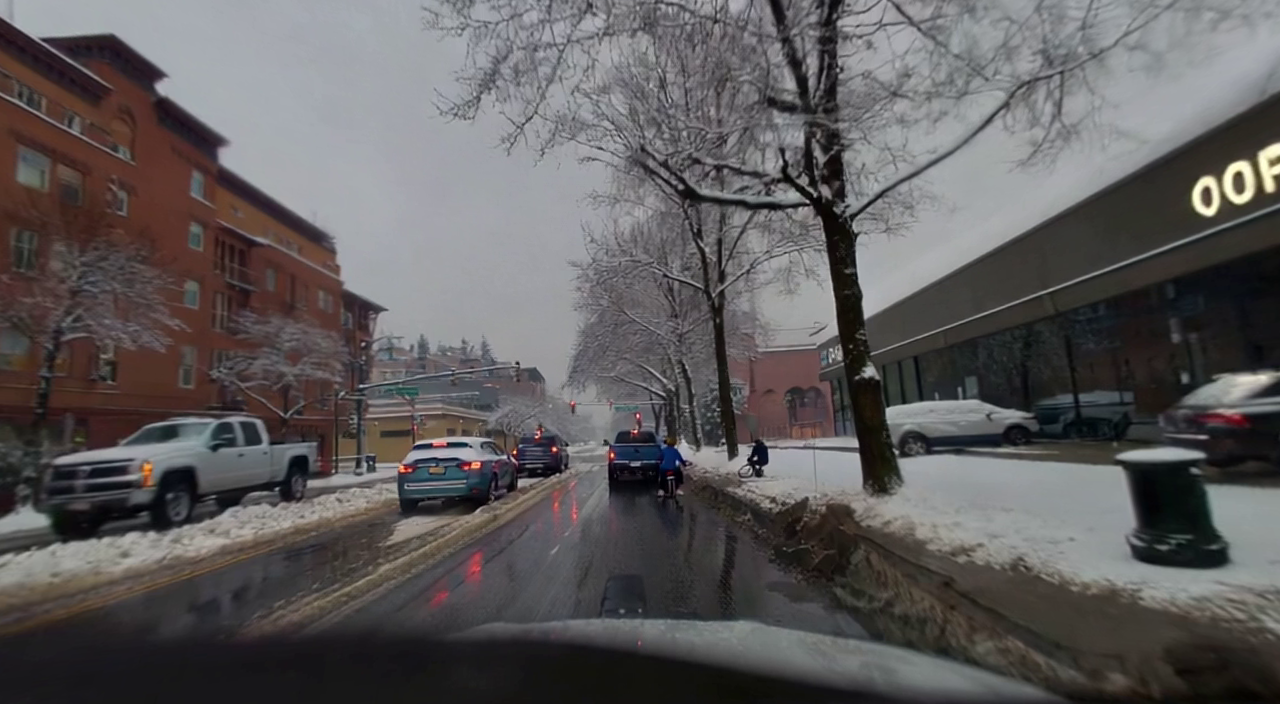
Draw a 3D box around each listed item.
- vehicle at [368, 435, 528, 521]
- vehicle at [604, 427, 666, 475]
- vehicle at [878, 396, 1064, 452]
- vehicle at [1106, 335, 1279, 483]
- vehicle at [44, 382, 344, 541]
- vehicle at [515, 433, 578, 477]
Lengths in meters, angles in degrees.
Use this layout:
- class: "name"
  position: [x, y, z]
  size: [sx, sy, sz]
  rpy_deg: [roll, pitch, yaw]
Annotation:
- class: "vehicle"
  position: [-3.712, 2.511, 13.118]
  size: [2.064, 1.486, 4.140]
  rpy_deg: [0, -9, -1]
- class: "vehicle"
  position: [-0.282, 4.321, 27.632]
  size: [2.426, 1.882, 5.027]
  rpy_deg: [0, -9, -2]
- class: "vehicle"
  position: [9.095, 2.032, 17.500]
  size: [4.159, 1.416, 2.049]
  rpy_deg: [2, -9, -14]
- class: "vehicle"
  position: [8.892, 0.777, 7.891]
  size: [4.853, 1.528, 2.039]
  rpy_deg: [1, -9, -10]
- class: "vehicle"
  position: [-13.167, 3.342, 20.022]
  size: [3.062, 3.442, 8.771]
  rpy_deg: [-9, -9, 0]
- class: "vehicle"
  position: [-3.937, 4.419, 27.275]
  size: [2.046, 1.750, 4.452]
  rpy_deg: [0, -9, 0]
